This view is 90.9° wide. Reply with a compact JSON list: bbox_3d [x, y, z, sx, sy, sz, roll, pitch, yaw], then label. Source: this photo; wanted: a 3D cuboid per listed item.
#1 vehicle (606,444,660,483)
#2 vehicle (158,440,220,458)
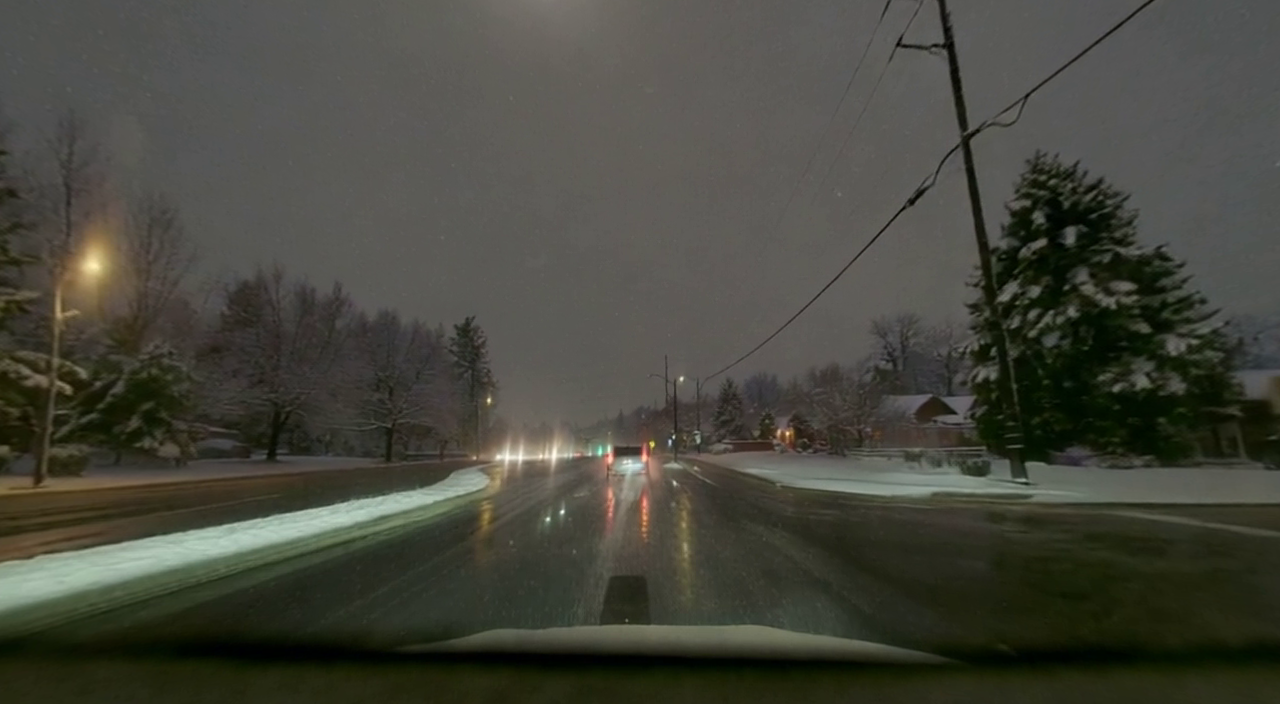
[{"bbox_3d":[-0.237,4.469,25.632,2.009,1.456,4.003,0,-8,0],"label":"vehicle"},{"bbox_3d":[-35.026,7.557,48.959,3.471,1.391,1.625,0,-9,-2],"label":"vehicle"}]
